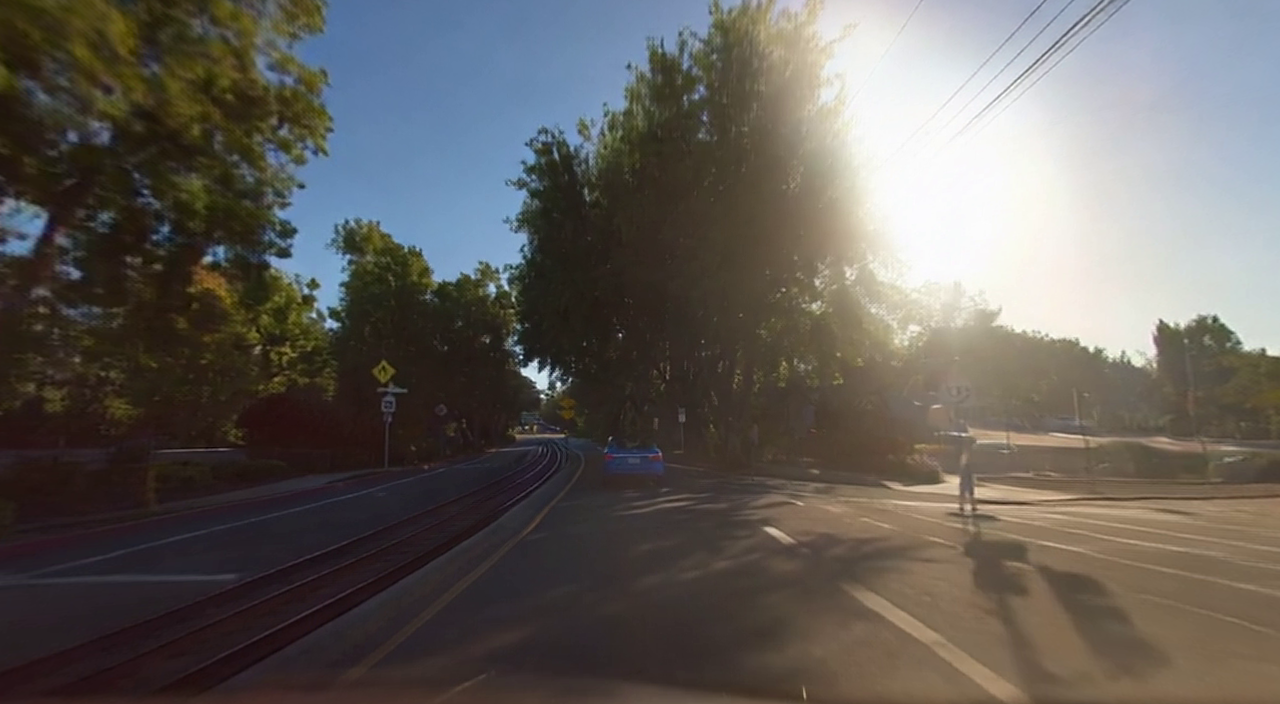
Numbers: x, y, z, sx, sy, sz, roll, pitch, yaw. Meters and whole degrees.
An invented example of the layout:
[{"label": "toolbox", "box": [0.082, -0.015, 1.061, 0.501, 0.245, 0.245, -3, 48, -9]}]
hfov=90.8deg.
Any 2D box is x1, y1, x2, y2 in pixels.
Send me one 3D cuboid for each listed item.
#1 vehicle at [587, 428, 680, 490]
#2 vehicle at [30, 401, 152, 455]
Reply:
[{"label": "vehicle", "box": [-0.317, 2.956, 17.804, 2.295, 1.510, 4.364, 0, -8, -4]}, {"label": "vehicle", "box": [-31.816, 4.536, 37.044, 2.983, 2.816, 7.042, 3, -9, -21]}]
